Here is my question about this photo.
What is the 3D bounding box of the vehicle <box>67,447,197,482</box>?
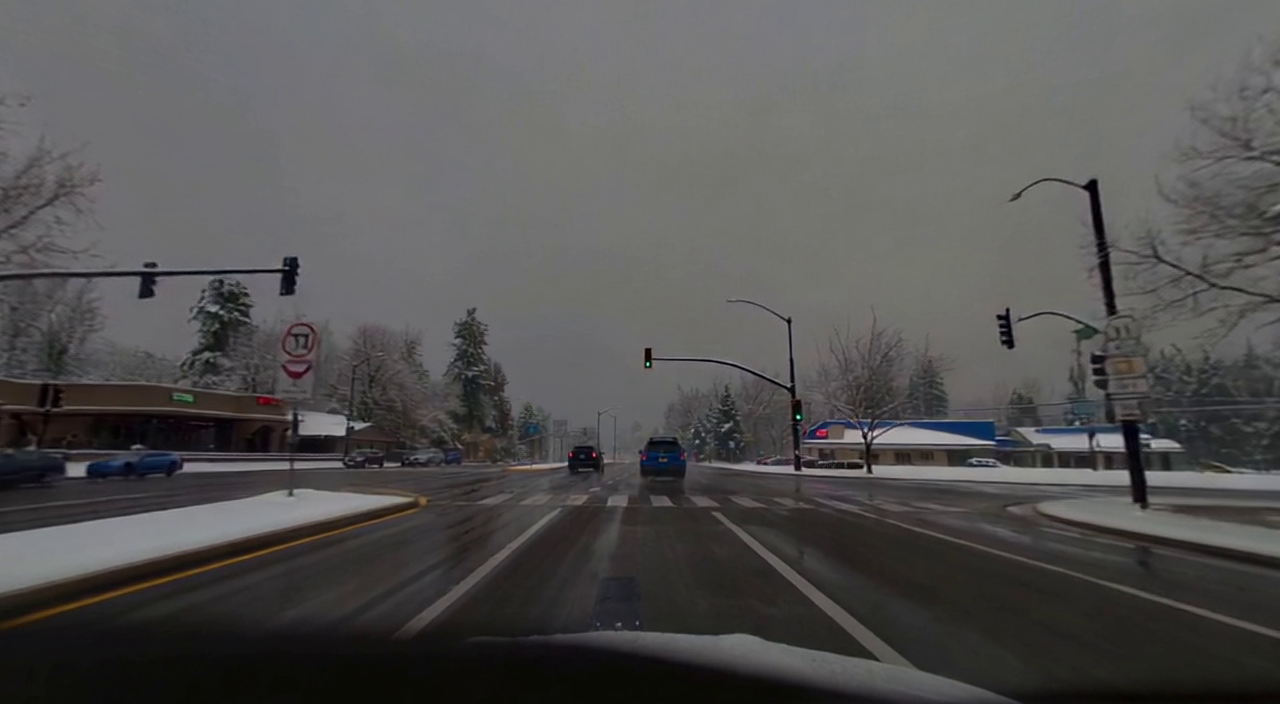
[{"bbox_3d":[-24.309,5.355,30.543,2.030,1.522,5.068,0,-8,0],"label":"vehicle"}]

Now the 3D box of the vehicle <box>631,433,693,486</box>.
[{"bbox_3d":[0.836,4.301,25.660,2.273,1.909,5.075,0,-8,1],"label":"vehicle"}]

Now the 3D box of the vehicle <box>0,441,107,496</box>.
[{"bbox_3d":[-18.948,3.433,18.816,1.950,1.512,4.794,0,-8,0],"label":"vehicle"}]

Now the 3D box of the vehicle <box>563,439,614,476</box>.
[{"bbox_3d":[-2.671,5.660,34.080,2.202,1.856,4.516,0,-8,2],"label":"vehicle"}]
